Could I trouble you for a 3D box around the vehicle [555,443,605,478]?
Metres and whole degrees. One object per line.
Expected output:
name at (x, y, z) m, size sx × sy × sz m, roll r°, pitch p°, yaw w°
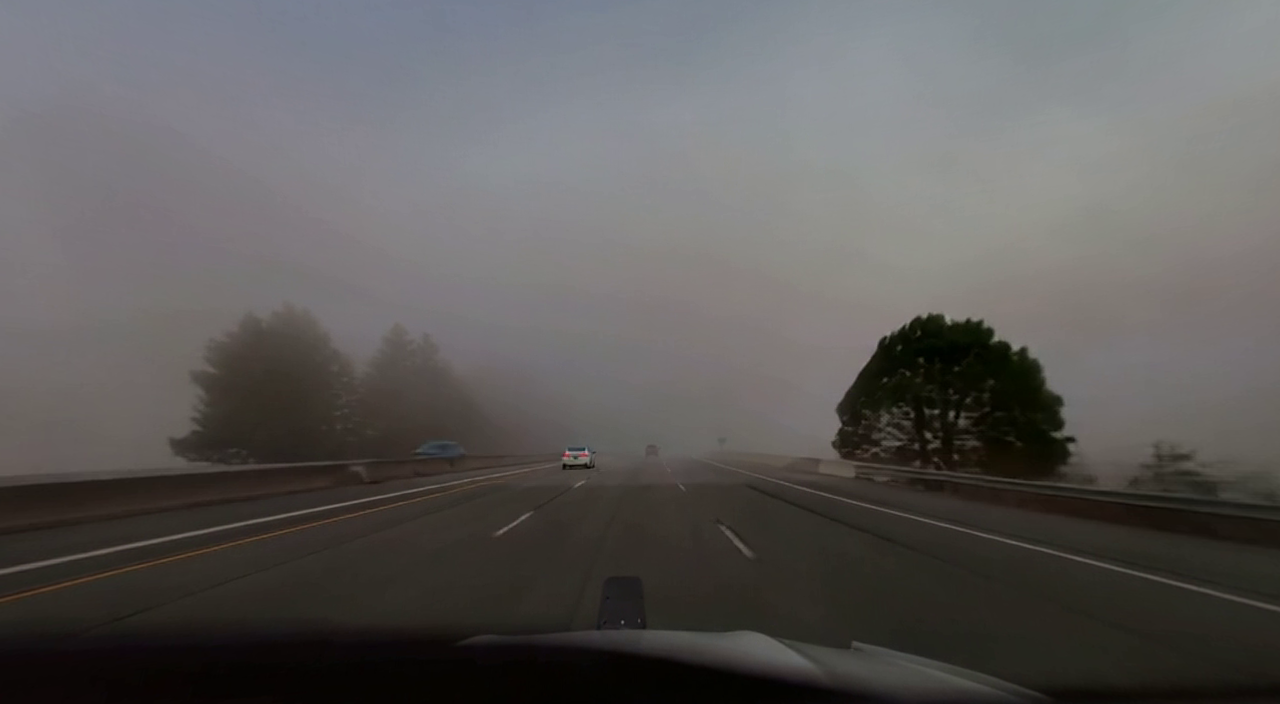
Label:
vehicle at (-2.926, 5.420, 31.630) m, size 1.959 × 1.571 × 4.313 m, roll -1°, pitch -9°, yaw 2°
